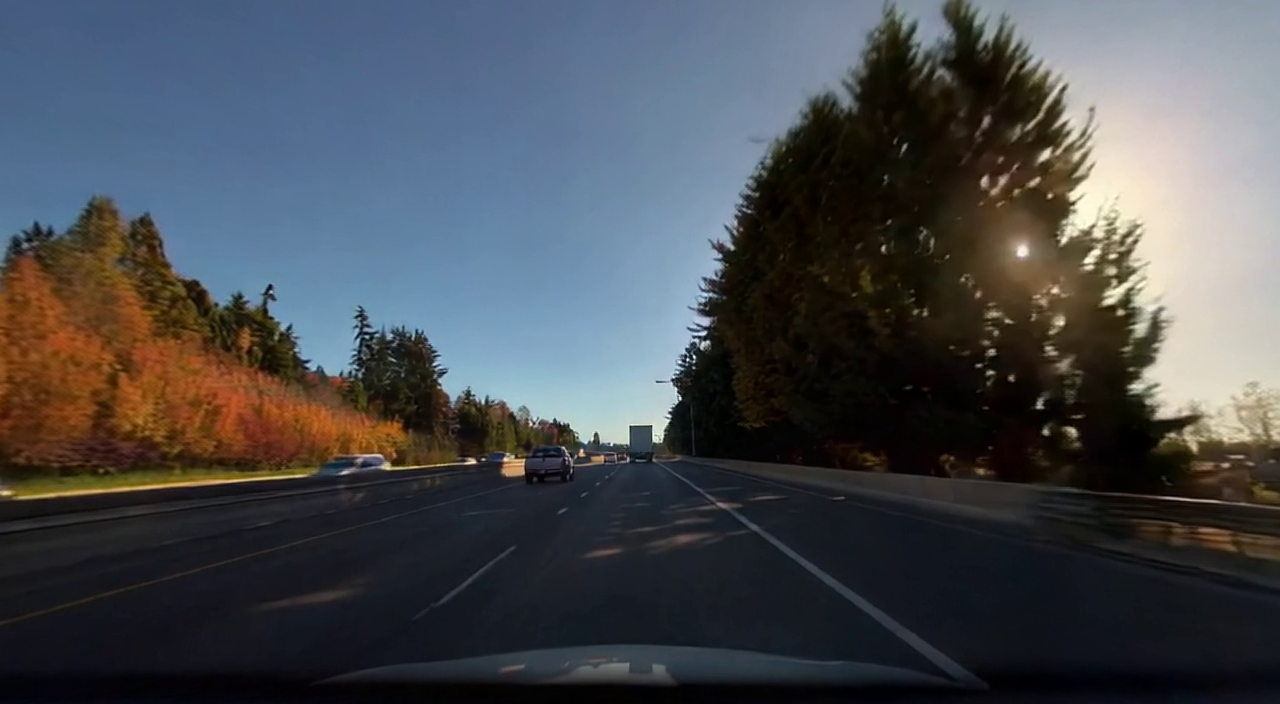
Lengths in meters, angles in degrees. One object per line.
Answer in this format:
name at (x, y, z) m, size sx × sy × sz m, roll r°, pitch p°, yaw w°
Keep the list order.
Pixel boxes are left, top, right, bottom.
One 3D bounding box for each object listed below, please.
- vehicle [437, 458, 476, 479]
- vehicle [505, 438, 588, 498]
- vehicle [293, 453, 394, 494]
vehicle at (-14.148, 9.010, 48.941) m, size 1.831 × 1.456 × 4.444 m, roll 0°, pitch -9°, yaw -2°
vehicle at (-3.131, 4.020, 22.161) m, size 2.079 × 1.845 × 4.654 m, roll 0°, pitch -9°, yaw 2°
vehicle at (-12.425, 5.103, 26.854) m, size 1.974 × 1.568 × 4.690 m, roll 0°, pitch -9°, yaw 0°
